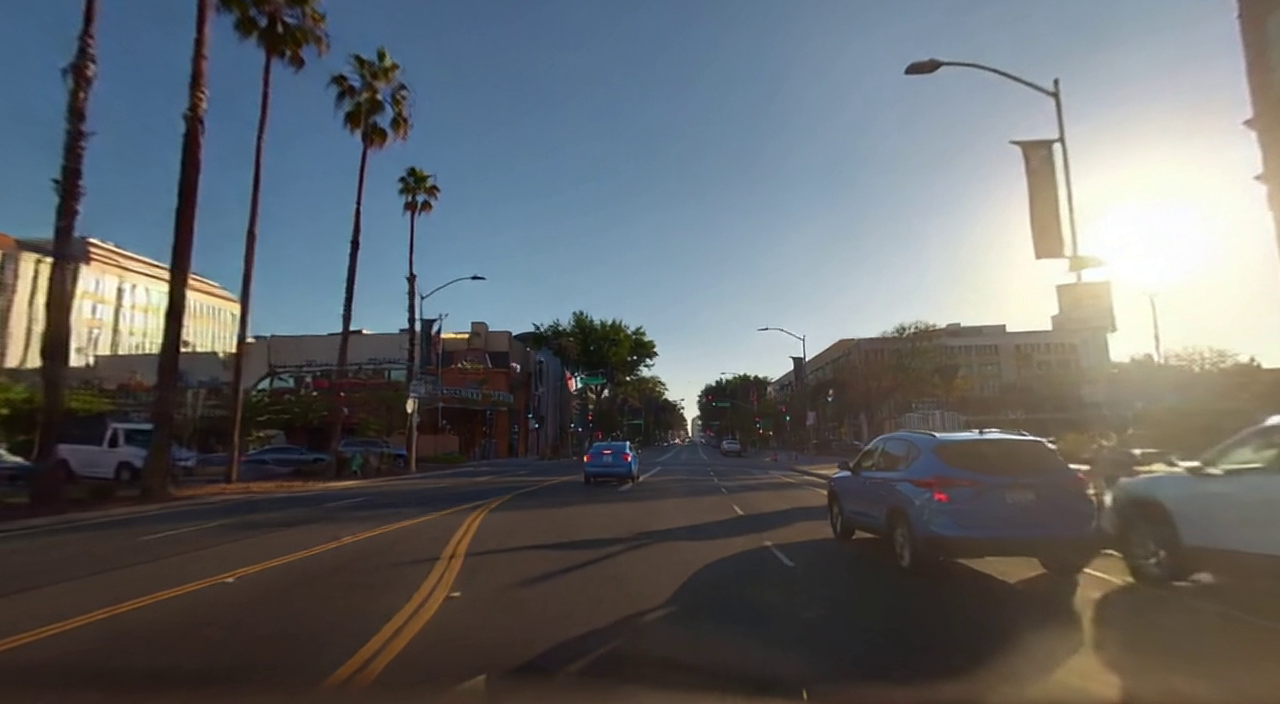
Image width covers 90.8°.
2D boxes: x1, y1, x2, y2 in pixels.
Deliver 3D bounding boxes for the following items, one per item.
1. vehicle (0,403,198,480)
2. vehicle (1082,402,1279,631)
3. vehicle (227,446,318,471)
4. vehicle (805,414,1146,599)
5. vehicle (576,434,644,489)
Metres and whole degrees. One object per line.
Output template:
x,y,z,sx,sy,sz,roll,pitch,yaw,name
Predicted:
-21.447,3.570,25.200,2.198,2.684,5.751,-4,-9,24,vehicle
6.206,1.311,4.979,2.028,1.832,4.622,0,-8,0,vehicle
-23.086,6.671,39.906,1.800,1.462,4.752,-4,-9,24,vehicle
3.617,1.728,7.976,1.983,1.654,4.354,0,-8,2,vehicle
-0.906,3.661,21.446,2.063,1.664,4.471,0,-8,0,vehicle
